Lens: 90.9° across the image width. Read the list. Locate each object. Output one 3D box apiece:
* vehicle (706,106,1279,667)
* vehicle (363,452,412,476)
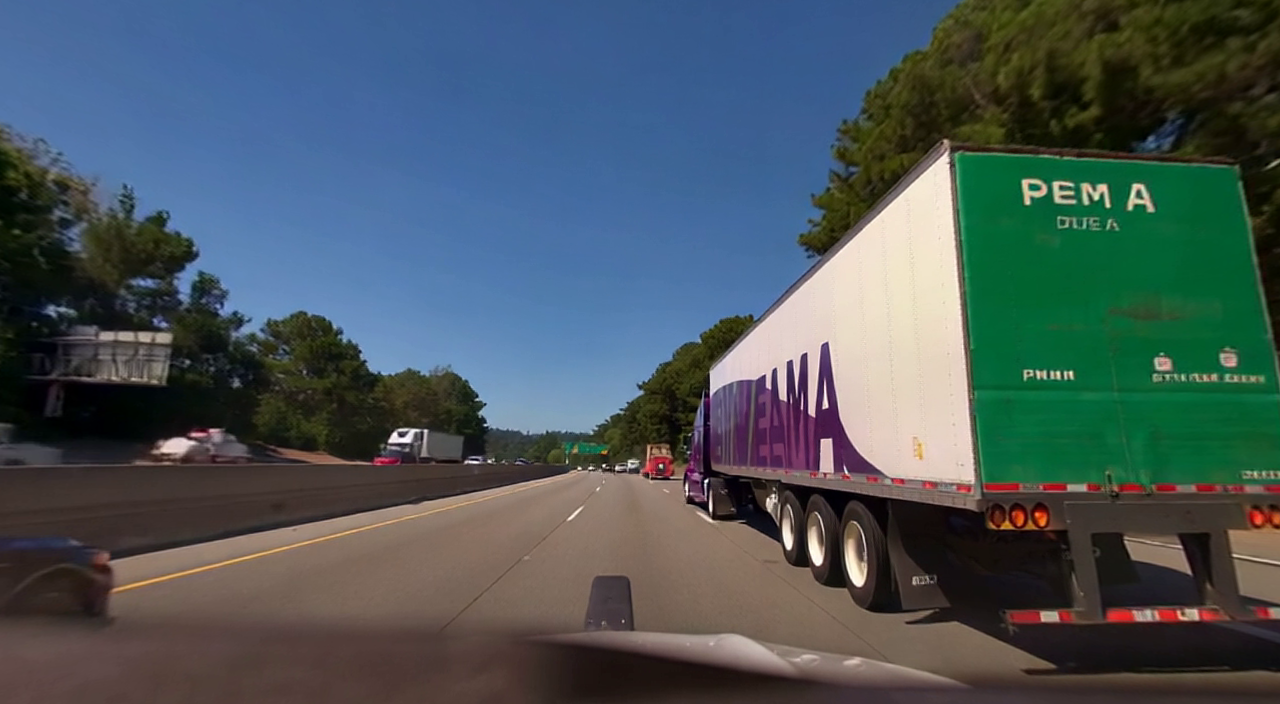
[{"bbox_3d":[3.463,1.367,11.443,2.856,4.040,14.009,1,-10,-1],"label":"vehicle"},{"bbox_3d":[-17.265,7.683,43.223,1.811,1.511,3.773,1,-10,-1],"label":"vehicle"}]
